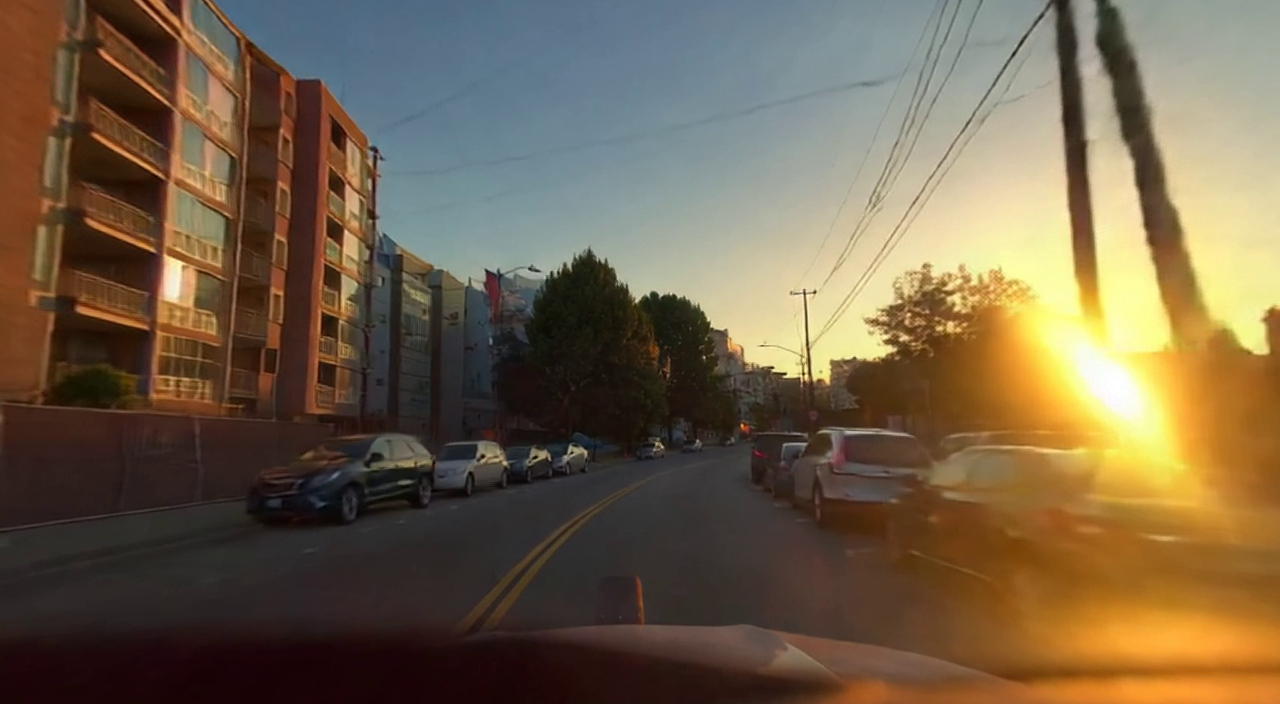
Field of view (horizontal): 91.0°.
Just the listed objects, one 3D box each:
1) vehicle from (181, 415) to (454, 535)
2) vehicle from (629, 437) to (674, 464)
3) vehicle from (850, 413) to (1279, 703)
[{"bbox_3d":[-5.929,2.351,12.785,2.194,1.861,5.725,-1,-8,4],"label":"vehicle"},{"bbox_3d":[0.911,7.417,47.553,1.953,1.871,4.712,-3,-9,20],"label":"vehicle"},{"bbox_3d":[3.541,1.422,5.381,2.013,1.566,4.573,0,-8,1],"label":"vehicle"}]
